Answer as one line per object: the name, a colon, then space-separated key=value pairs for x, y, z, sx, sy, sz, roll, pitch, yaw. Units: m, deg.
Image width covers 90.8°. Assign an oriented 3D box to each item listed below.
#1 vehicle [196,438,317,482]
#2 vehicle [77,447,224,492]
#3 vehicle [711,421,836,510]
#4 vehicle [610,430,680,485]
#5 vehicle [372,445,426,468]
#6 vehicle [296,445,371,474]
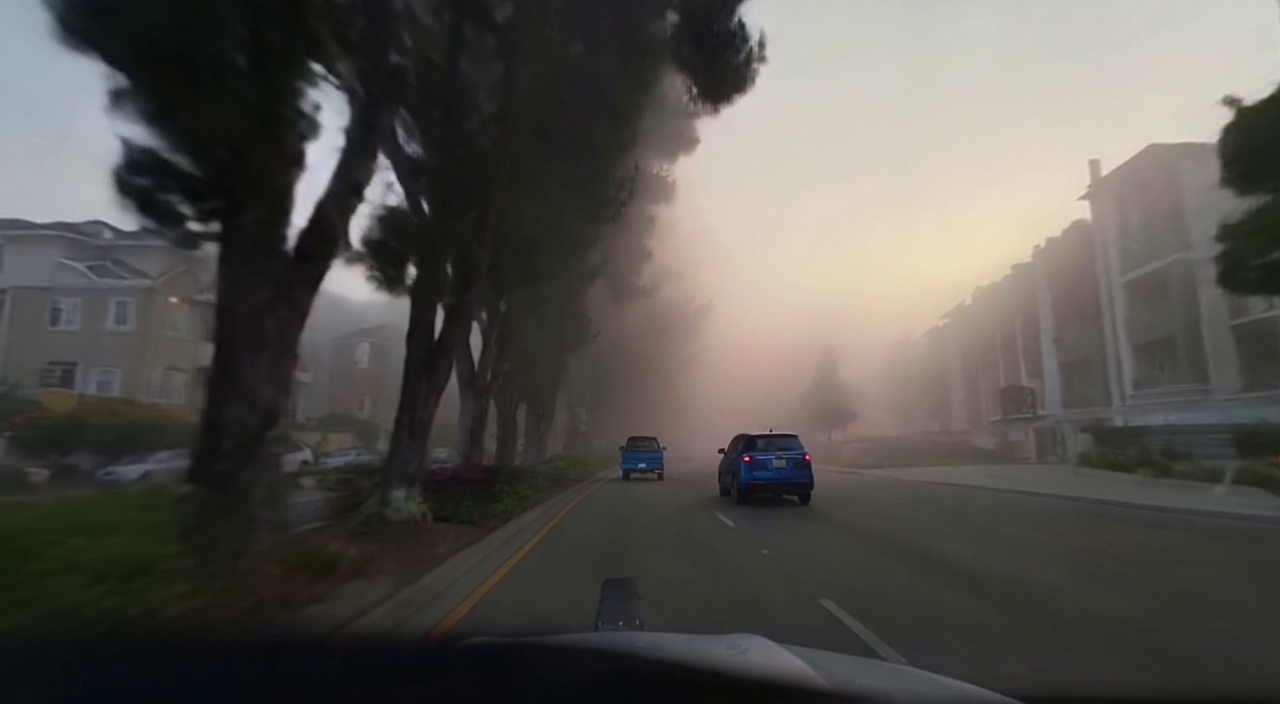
vehicle: x=-18.484 y=5.270 z=30.875 sx=2.195 sy=1.894 sz=5.489 roll=-2 pitch=-10 yaw=3
vehicle: x=-18.722 y=4.532 z=24.550 sx=1.954 sy=1.570 sz=4.828 roll=0 pitch=-10 yaw=-2
vehicle: x=3.012 y=2.687 z=15.300 sx=2.033 sy=1.823 sz=4.409 roll=0 pitch=-9 yaw=0
vehicle: x=0.233 y=3.963 z=23.974 sx=2.345 sy=1.841 sz=5.032 roll=0 pitch=-9 yaw=1
vehicle: x=-17.919 y=7.808 z=47.230 sx=2.010 sy=1.609 sz=4.549 roll=-1 pitch=-10 yaw=4
vehicle: x=-18.433 y=6.525 z=38.276 sx=1.961 sy=1.556 sz=4.791 roll=-2 pitch=-10 yaw=3
